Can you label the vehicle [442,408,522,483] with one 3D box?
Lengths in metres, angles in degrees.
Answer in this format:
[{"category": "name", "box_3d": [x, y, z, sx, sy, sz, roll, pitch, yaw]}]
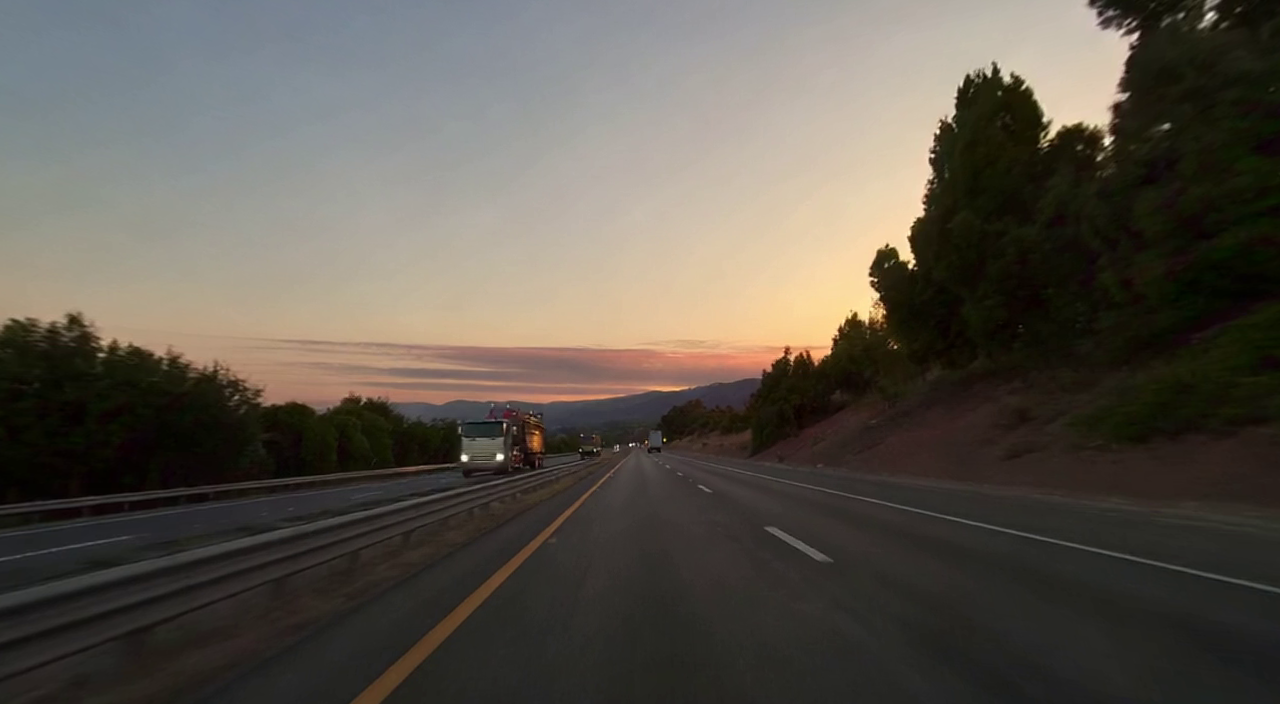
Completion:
[{"category": "vehicle", "box_3d": [-8.776, 5.331, 35.667, 3.025, 3.871, 5.988, 0, -9, -1]}]
